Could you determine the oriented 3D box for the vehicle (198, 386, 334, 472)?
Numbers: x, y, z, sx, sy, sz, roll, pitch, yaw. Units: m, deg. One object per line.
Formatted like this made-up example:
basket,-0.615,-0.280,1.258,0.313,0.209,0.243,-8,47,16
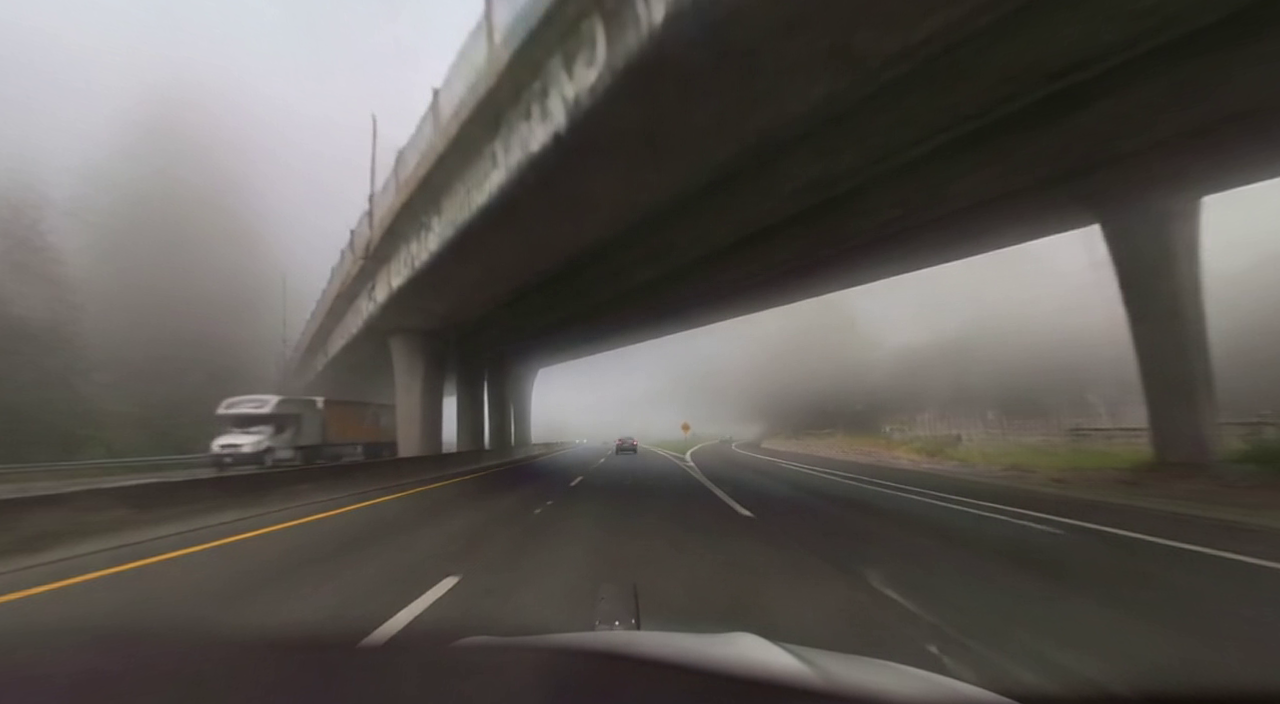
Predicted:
vehicle,-18.654,3.939,32.019,3.004,3.917,6.228,0,-8,-1
